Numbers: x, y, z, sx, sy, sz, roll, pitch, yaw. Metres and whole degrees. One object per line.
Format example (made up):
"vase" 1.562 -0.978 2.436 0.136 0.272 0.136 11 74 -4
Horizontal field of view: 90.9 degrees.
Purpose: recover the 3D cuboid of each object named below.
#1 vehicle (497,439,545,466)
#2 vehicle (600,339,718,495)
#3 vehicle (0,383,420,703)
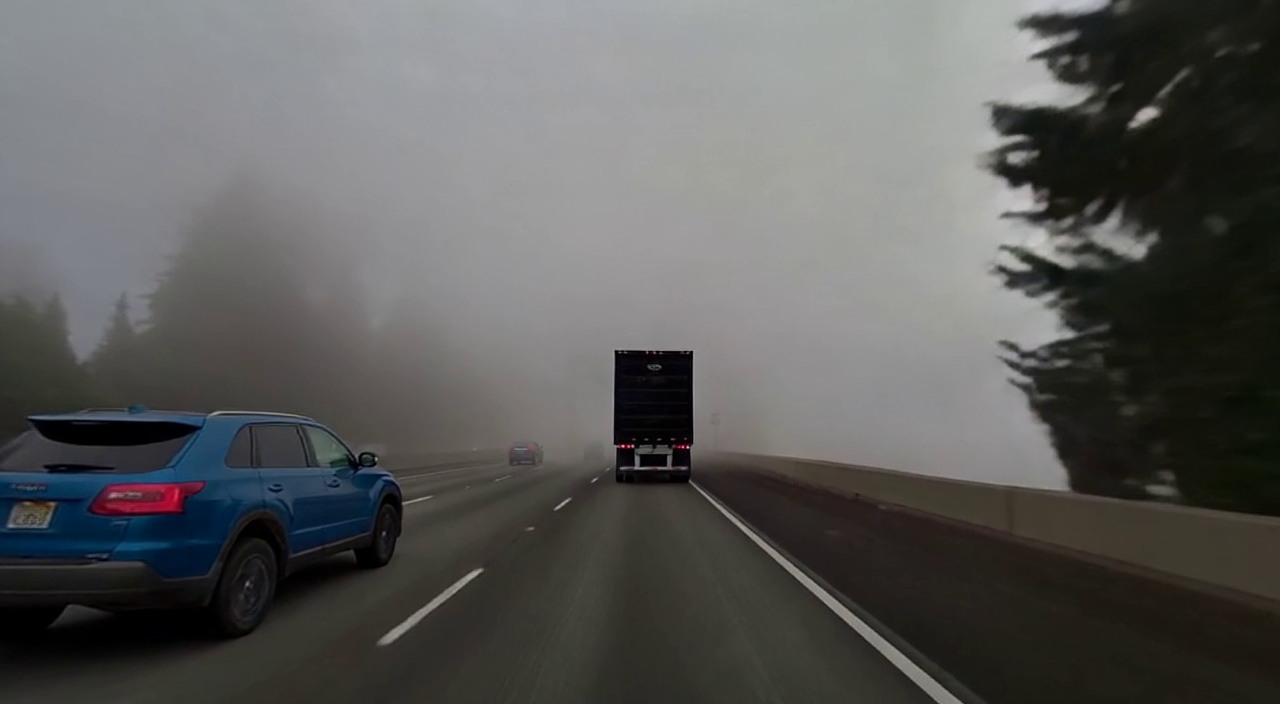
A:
"vehicle" -6.941 5.919 37.297 1.882 1.451 4.416 0 -9 1
"vehicle" 0.451 2.354 20.860 2.870 3.841 10.653 0 -9 0
"vehicle" -3.758 1.316 5.488 2.077 1.671 4.249 0 -9 1
